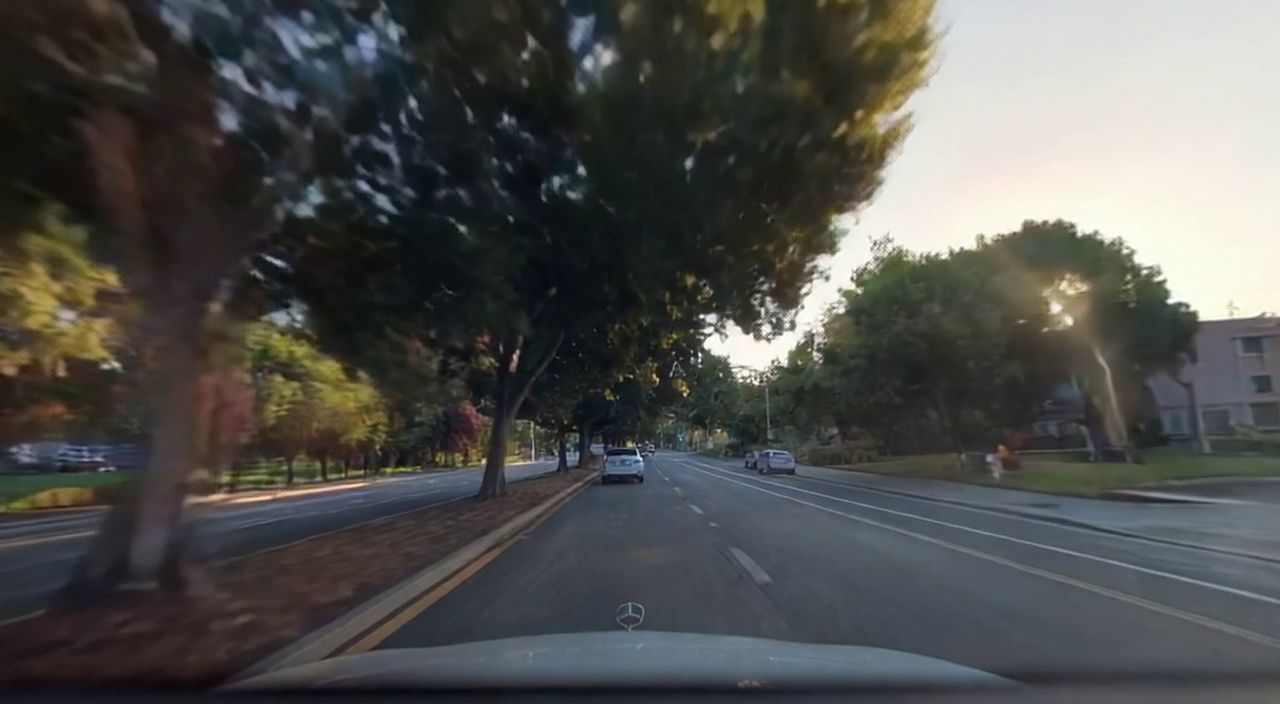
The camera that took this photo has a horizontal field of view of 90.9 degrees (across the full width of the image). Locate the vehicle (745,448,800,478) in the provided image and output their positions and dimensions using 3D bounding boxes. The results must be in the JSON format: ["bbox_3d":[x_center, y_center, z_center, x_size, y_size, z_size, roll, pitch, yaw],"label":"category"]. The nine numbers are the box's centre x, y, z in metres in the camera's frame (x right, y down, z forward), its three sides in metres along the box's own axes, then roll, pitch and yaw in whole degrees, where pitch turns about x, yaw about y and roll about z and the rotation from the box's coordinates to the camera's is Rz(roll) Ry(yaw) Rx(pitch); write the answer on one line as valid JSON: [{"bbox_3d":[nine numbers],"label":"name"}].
[{"bbox_3d":[7.401,6.219,35.628,2.164,1.511,4.571,0,-8,1],"label":"vehicle"}]

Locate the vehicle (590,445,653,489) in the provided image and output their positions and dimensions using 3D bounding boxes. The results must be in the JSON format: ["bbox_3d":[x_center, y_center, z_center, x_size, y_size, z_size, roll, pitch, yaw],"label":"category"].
[{"bbox_3d":[-0.595,4.177,23.288,2.099,1.470,4.302,0,-8,0],"label":"vehicle"}]
